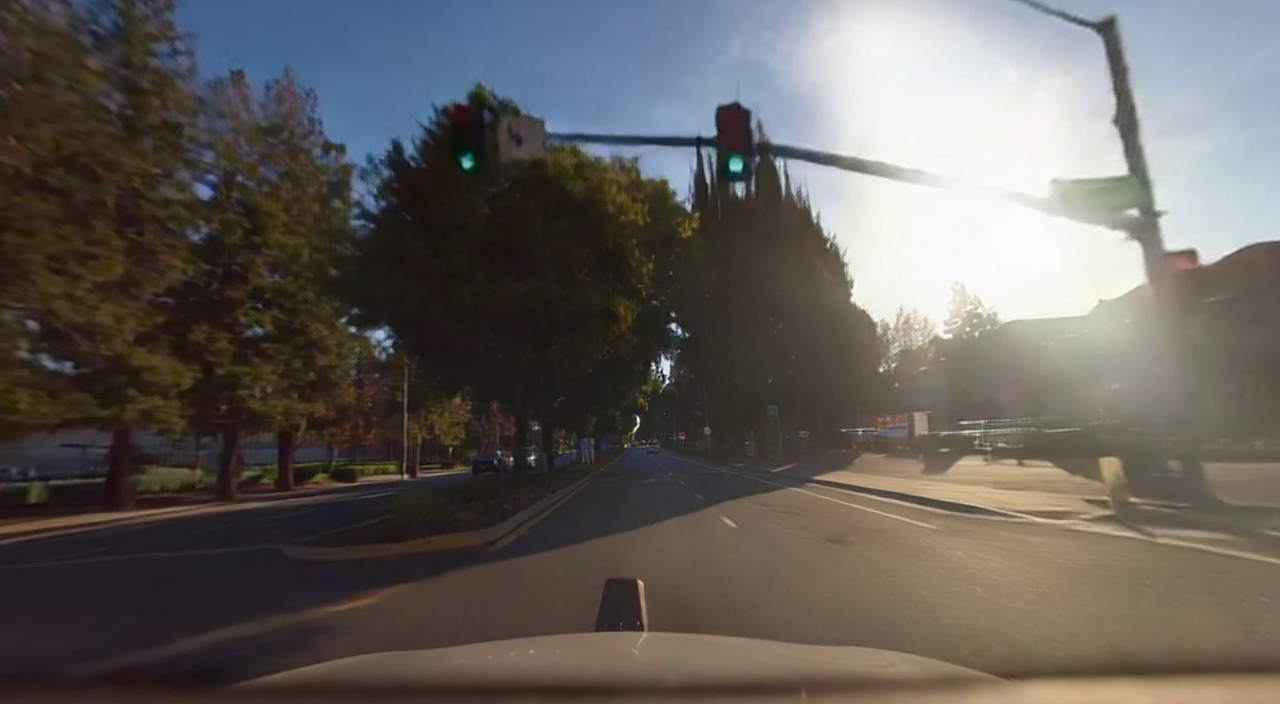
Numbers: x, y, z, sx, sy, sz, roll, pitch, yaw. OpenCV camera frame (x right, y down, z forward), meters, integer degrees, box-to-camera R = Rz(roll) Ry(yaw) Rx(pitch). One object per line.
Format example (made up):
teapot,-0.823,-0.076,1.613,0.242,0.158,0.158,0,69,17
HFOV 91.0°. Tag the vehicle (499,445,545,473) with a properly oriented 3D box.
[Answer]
vehicle,-7.928,7.201,42.611,2.129,1.649,4.647,-4,-8,0

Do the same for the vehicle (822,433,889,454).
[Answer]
vehicle,16.176,6.883,47.458,4.241,1.472,2.066,0,-8,-3

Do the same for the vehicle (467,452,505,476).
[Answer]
vehicle,-10.937,7.962,44.916,1.688,1.419,3.783,-4,-8,0
